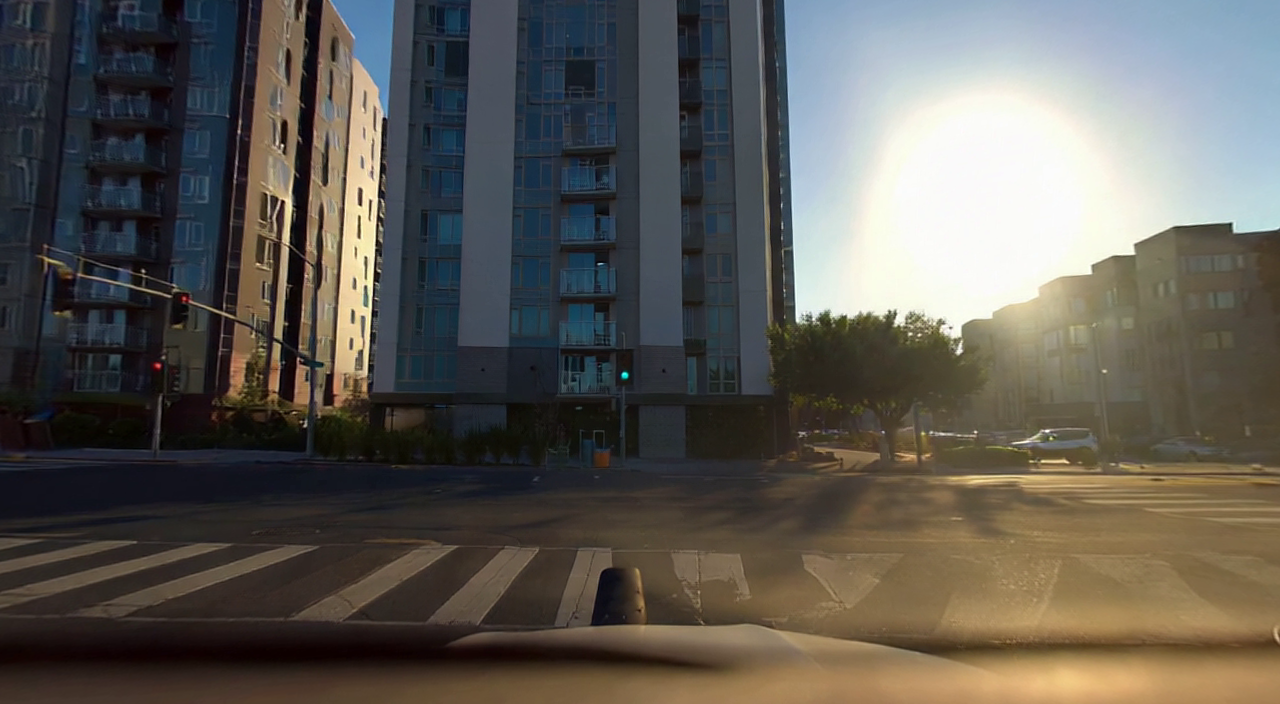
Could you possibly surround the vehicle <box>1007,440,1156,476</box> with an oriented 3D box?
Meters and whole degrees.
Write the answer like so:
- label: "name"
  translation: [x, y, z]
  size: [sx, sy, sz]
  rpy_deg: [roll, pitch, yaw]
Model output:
- label: "vehicle"
  translation: [18.578, 4.465, 26.697]
  size: [4.823, 1.458, 1.914]
  rpy_deg: [0, -9, -1]
